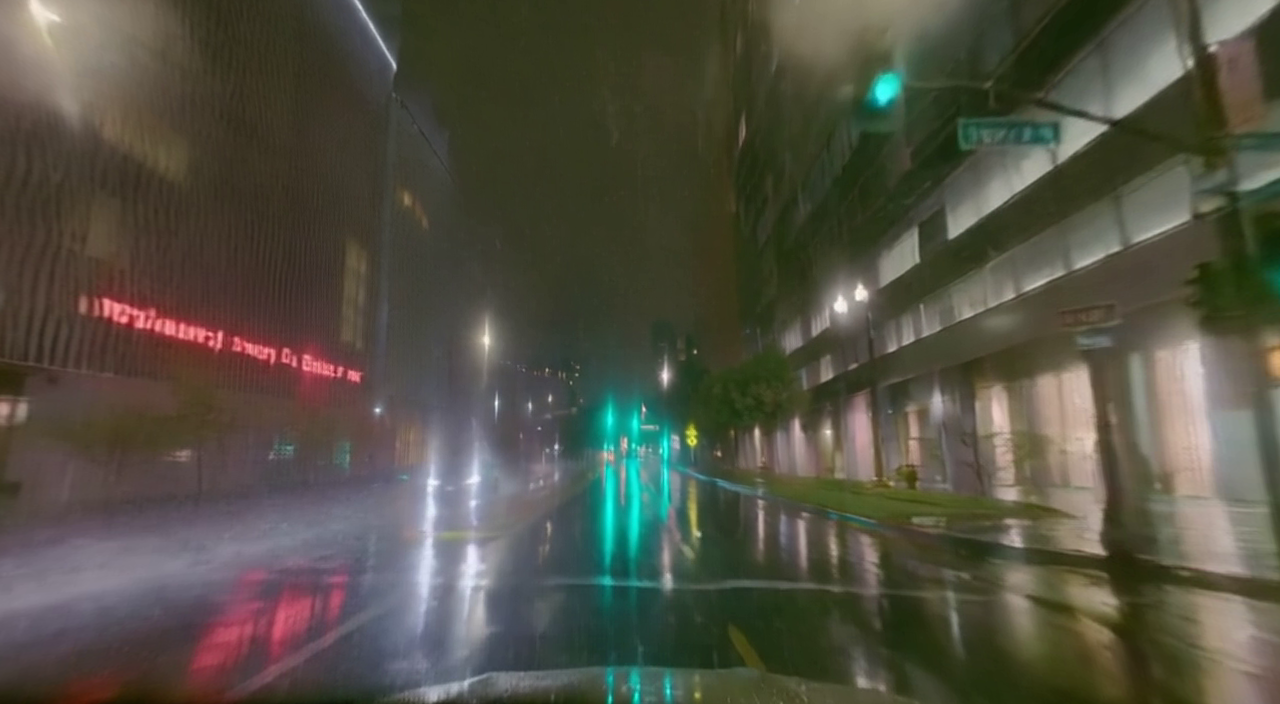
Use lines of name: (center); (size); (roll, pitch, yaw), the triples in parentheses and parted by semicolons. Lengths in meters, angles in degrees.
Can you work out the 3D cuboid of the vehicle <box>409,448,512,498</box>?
vehicle: (-6.250, 4.255, 22.666); (2.037, 1.563, 4.754); (-1, -8, 4)
